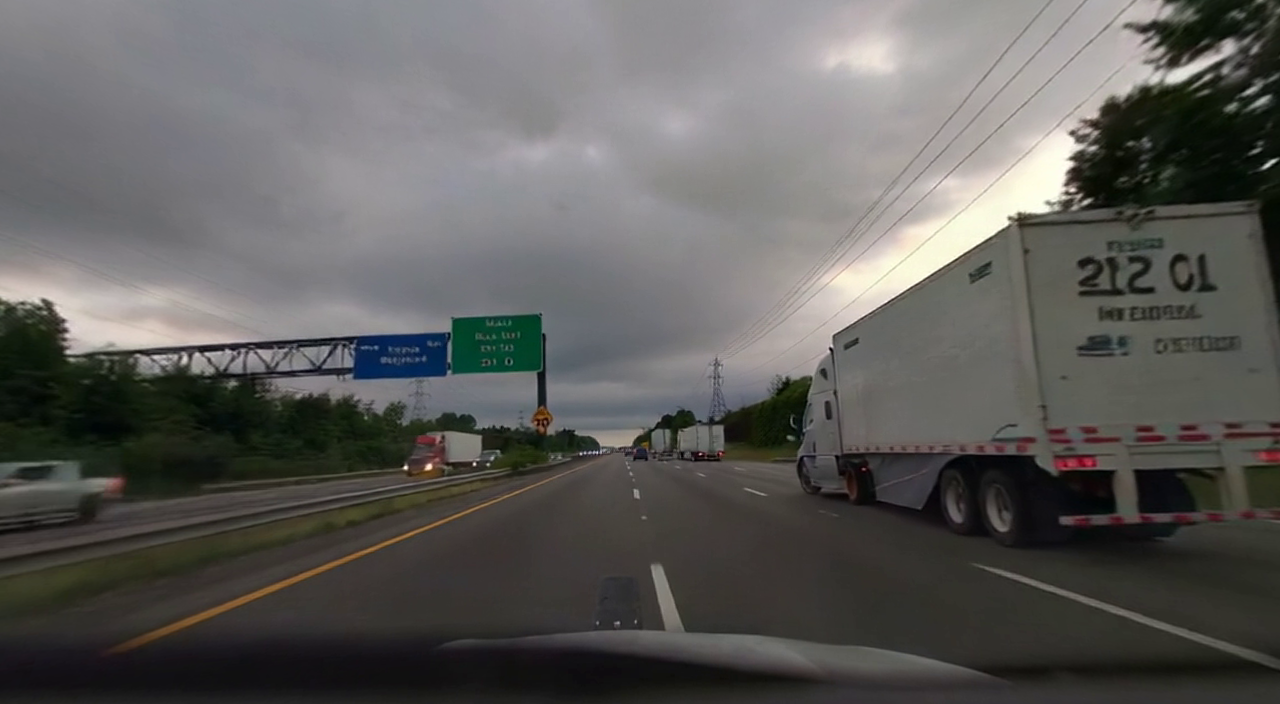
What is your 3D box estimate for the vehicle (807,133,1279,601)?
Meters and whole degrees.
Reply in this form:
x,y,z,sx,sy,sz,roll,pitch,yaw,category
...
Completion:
x,y,z,sx,sy,sz,roll,pitch,yaw,category
5.550,0.690,9.860,2.869,4.048,8.895,0,-9,-3,vehicle
